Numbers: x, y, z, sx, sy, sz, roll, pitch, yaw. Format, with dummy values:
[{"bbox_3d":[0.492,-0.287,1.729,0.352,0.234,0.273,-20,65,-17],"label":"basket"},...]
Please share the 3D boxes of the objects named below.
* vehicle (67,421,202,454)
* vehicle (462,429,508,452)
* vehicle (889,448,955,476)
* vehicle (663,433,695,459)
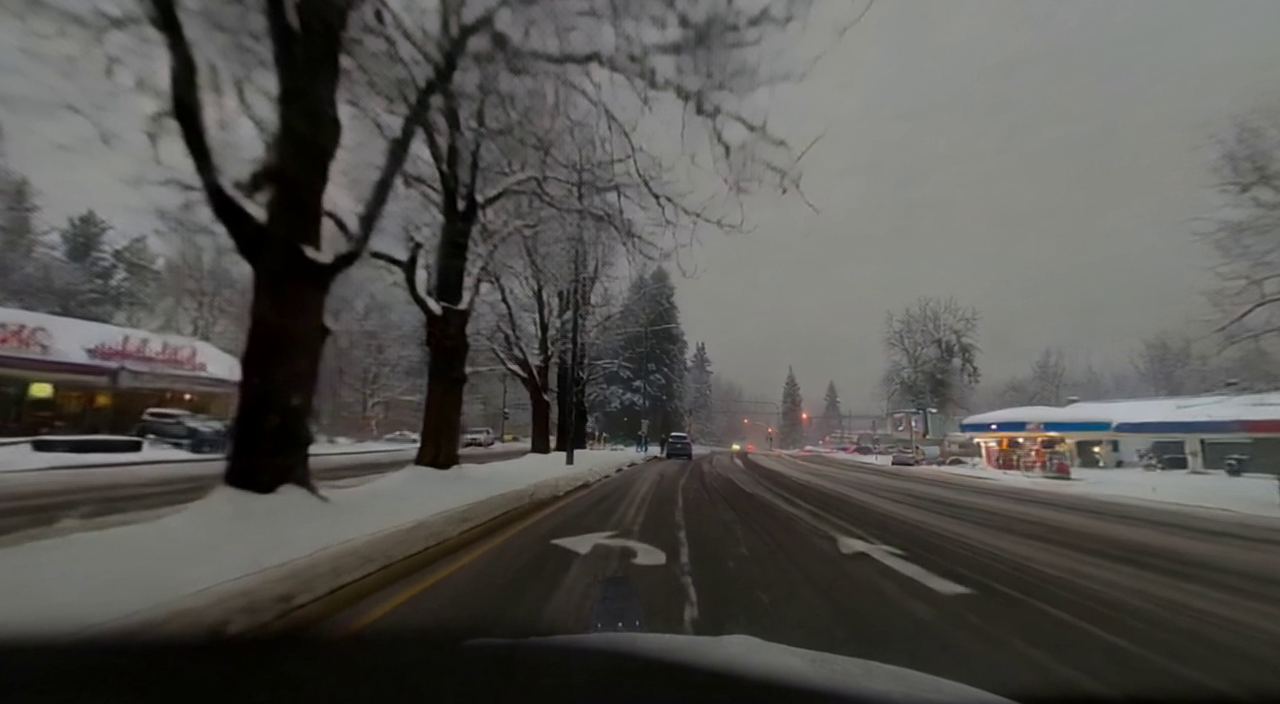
[{"bbox_3d":[-21.903,3.744,27.491,4.343,1.379,1.851,-1,-8,4],"label":"vehicle"},{"bbox_3d":[-10.441,6.026,42.865,2.027,1.486,4.105,0,-8,1],"label":"vehicle"},{"bbox_3d":[16.211,6.340,36.566,2.099,1.464,4.615,-1,-8,6],"label":"vehicle"},{"bbox_3d":[2.758,6.495,43.697,2.055,1.655,4.204,-1,-8,5],"label":"vehicle"}]
